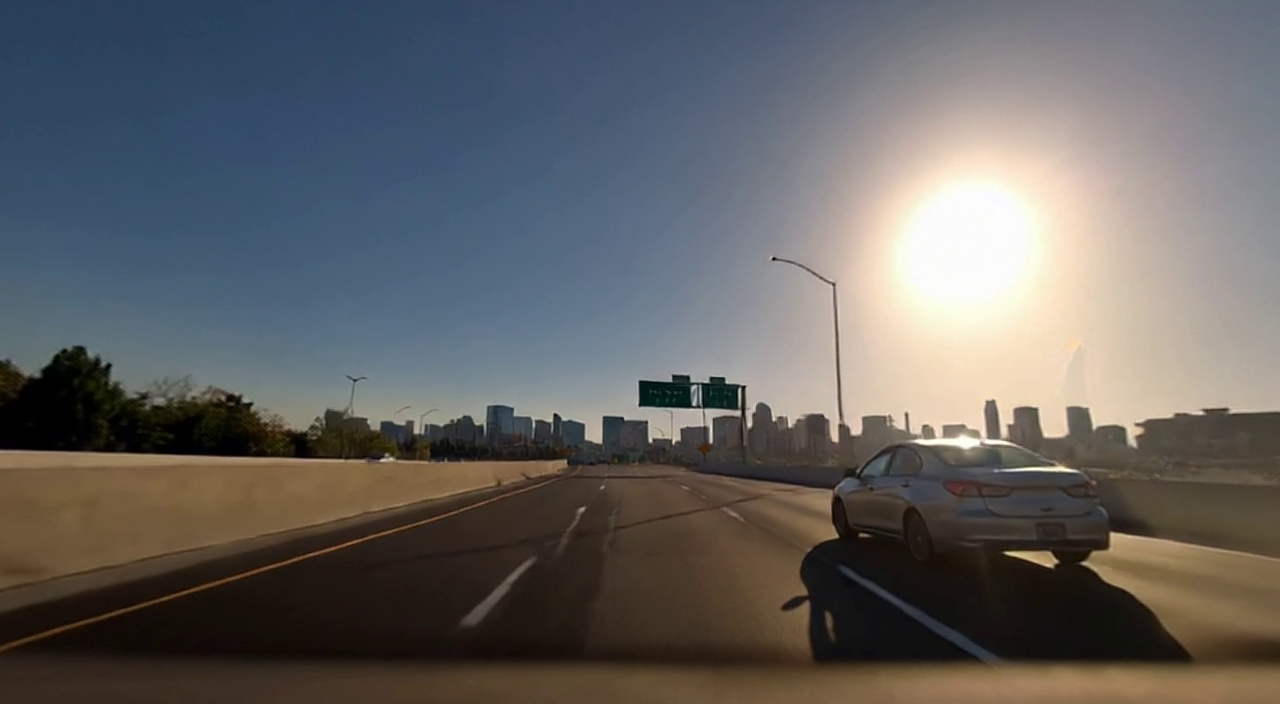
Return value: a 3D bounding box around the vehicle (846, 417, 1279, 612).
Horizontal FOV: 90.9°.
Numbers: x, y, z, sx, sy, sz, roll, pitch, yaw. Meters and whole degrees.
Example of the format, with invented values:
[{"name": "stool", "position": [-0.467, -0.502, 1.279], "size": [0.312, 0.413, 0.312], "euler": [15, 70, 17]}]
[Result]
[{"name": "vehicle", "position": [4.314, 1.692, 7.552], "size": [2.104, 1.575, 4.698], "euler": [0, -9, 0]}]
